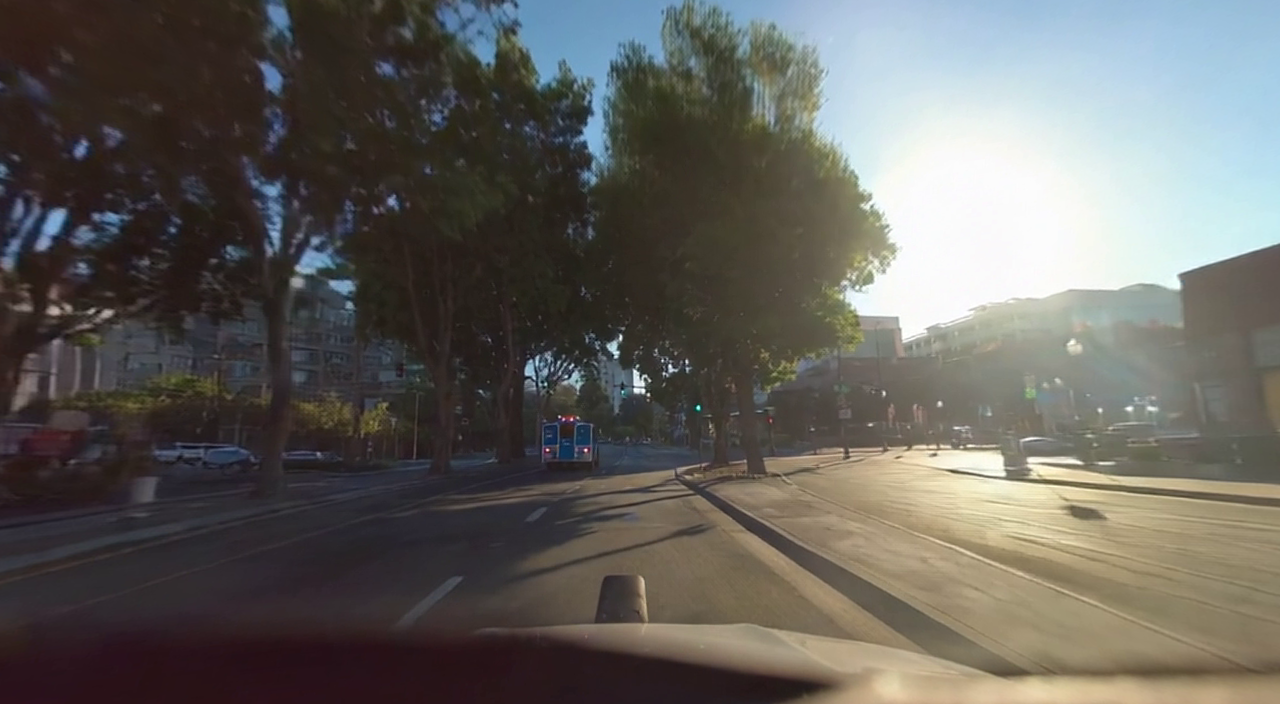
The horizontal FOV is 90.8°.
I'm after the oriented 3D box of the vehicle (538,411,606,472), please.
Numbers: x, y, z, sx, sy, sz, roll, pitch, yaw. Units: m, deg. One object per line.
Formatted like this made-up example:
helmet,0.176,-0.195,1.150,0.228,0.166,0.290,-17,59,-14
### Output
vehicle,-3.264,4.508,31.863,2.633,2.787,5.796,0,-8,2
